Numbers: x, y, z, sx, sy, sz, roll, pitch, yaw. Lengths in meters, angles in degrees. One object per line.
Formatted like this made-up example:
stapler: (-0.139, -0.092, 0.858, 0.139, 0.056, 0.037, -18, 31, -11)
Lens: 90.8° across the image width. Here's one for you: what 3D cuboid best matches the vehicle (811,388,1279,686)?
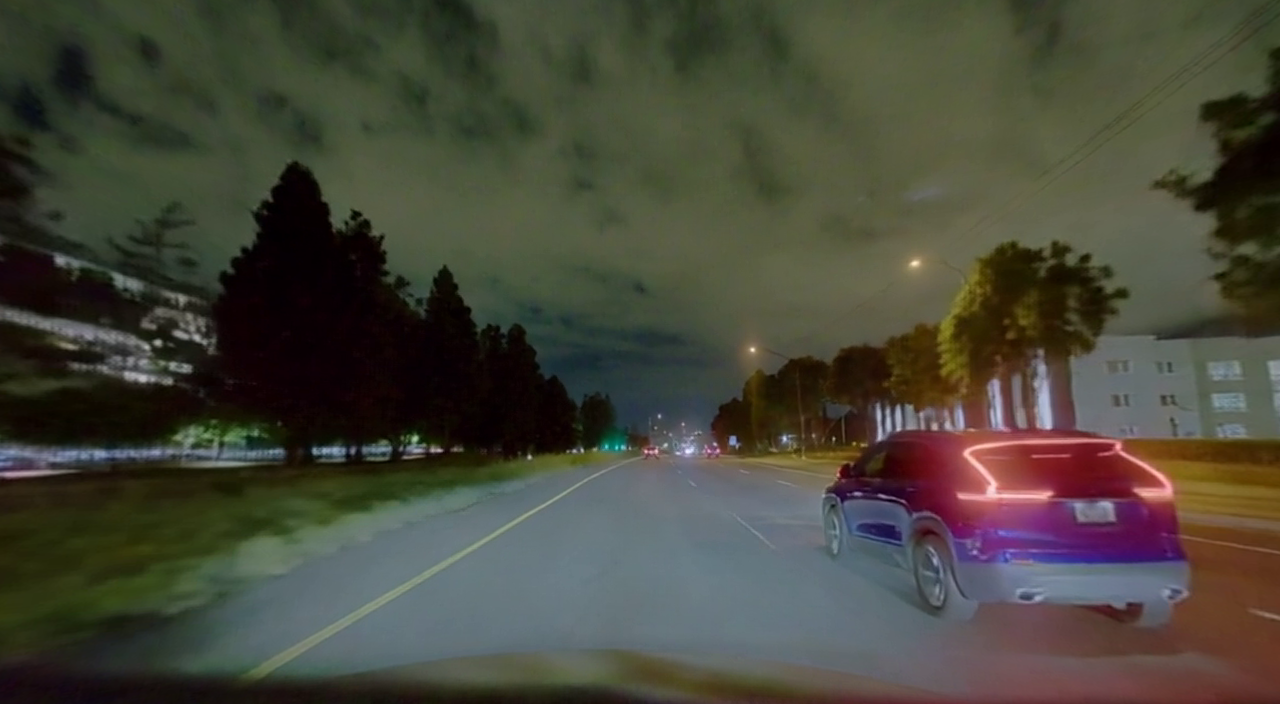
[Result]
vehicle: (3.224, 1.379, 5.781, 2.060, 1.665, 4.284, 0, -9, 0)
